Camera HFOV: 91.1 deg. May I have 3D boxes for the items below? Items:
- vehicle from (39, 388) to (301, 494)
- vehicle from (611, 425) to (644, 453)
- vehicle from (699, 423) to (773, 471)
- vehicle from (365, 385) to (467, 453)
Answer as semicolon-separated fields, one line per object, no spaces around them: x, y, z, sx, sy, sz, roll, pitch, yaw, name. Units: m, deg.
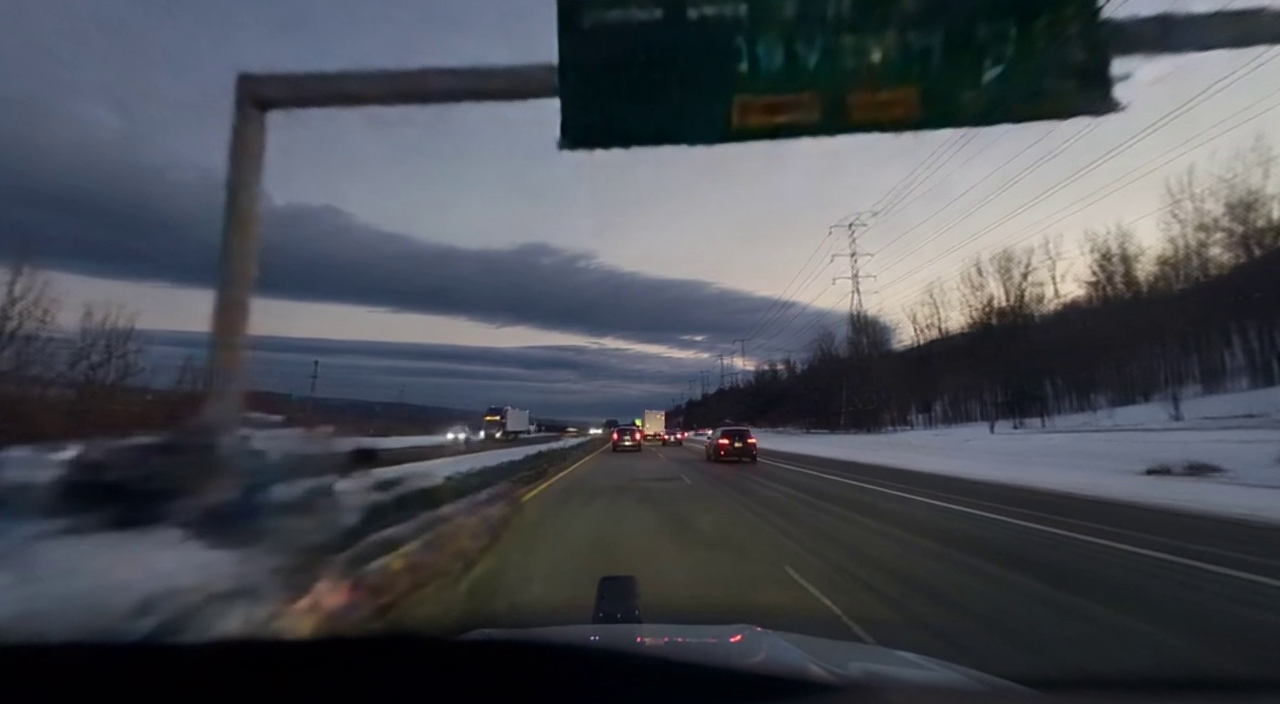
-9.059;1.779;12.734;1.996;1.760;4.273;0;-8;-1;vehicle
-0.794;5.546;40.109;2.019;1.642;3.790;0;-8;-1;vehicle
3.421;3.470;23.148;2.062;1.581;3.914;0;-8;-1;vehicle
-13.524;4.284;39.127;3.066;3.694;9.874;0;-8;-2;vehicle
